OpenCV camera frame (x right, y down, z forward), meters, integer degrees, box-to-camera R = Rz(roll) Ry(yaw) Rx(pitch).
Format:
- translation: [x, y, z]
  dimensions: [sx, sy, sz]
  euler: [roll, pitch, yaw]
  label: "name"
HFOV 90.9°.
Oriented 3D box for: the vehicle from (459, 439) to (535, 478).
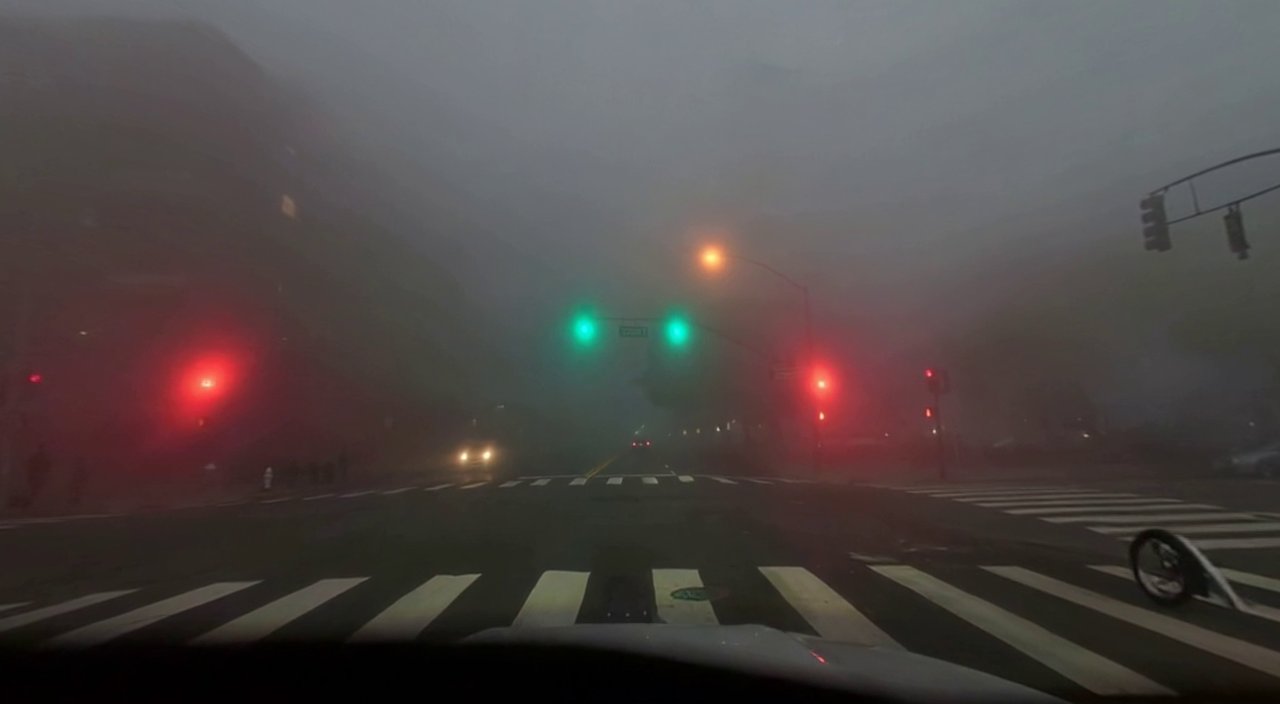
- translation: [-5.888, 4.422, 26.542]
  dimensions: [2.127, 1.473, 4.428]
  euler: [0, -8, 1]
  label: "vehicle"
